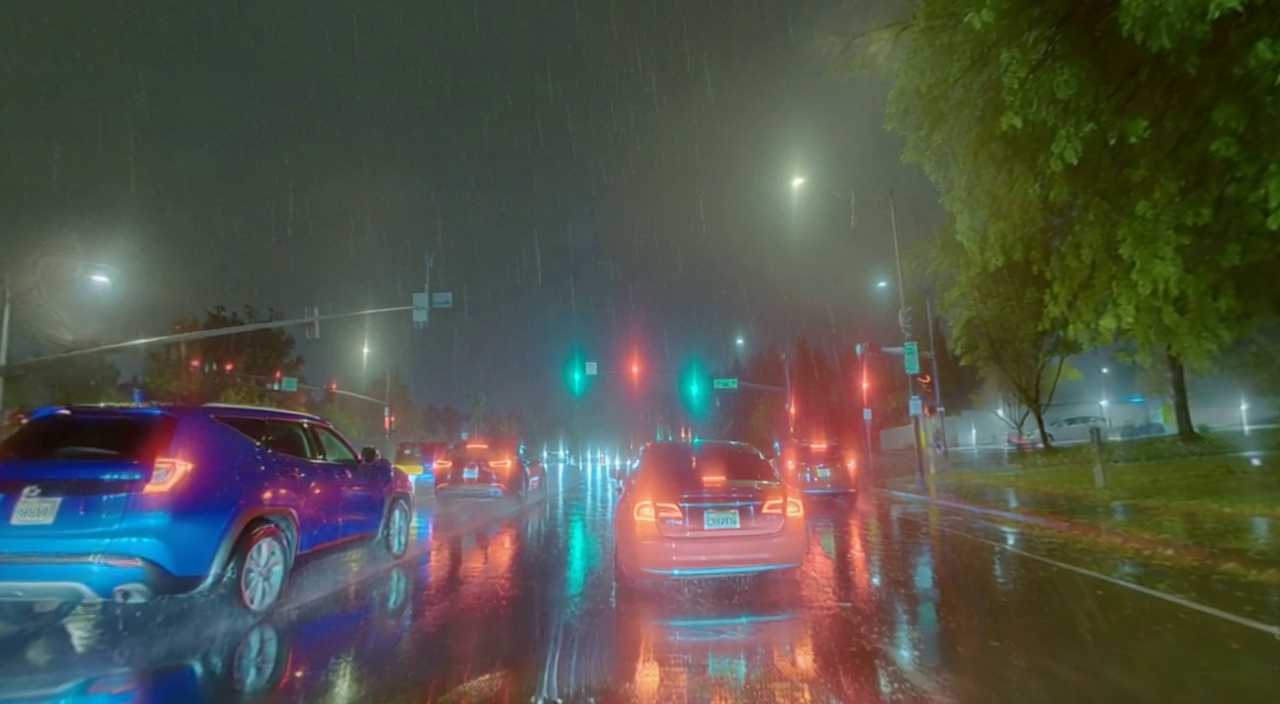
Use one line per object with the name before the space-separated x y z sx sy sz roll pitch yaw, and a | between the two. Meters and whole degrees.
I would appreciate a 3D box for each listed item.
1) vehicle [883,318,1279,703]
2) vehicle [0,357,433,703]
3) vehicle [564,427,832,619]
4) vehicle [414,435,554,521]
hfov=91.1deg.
vehicle | 3.030 0.921 3.052 1.880 1.747 4.500 0 -8 0
vehicle | -3.466 1.220 5.286 1.889 1.767 4.289 0 -8 1
vehicle | 0.442 1.612 6.852 2.051 1.460 3.932 0 -8 0
vehicle | -3.071 2.566 13.330 1.868 1.516 4.114 0 -8 1
